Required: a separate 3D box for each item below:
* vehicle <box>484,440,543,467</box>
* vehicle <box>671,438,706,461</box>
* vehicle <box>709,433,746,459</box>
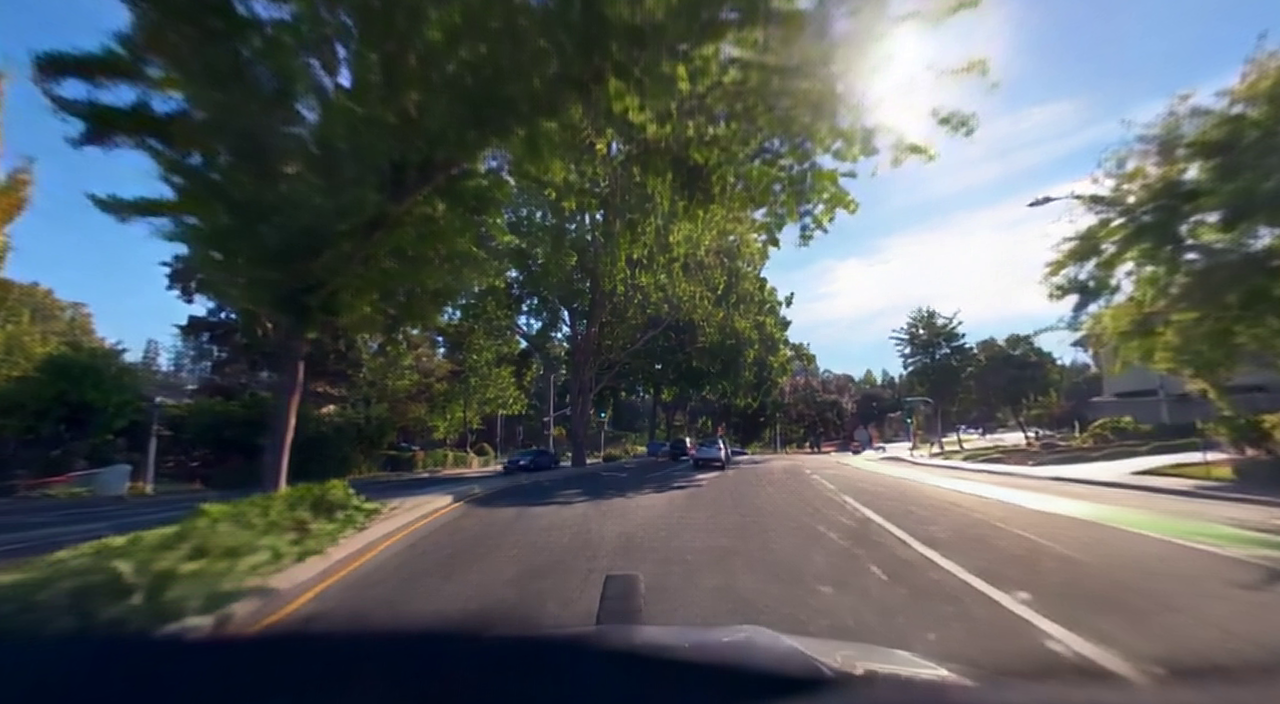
[{"bbox_3d":[-7.498,6.108,38.035,1.947,1.486,4.862,-1,-9,8],"label":"vehicle"},{"bbox_3d":[3.447,6.808,44.284,1.923,1.498,3.887,-2,-9,12],"label":"vehicle"},{"bbox_3d":[6.318,6.712,45.019,2.286,1.701,4.395,-2,-9,11],"label":"vehicle"}]
